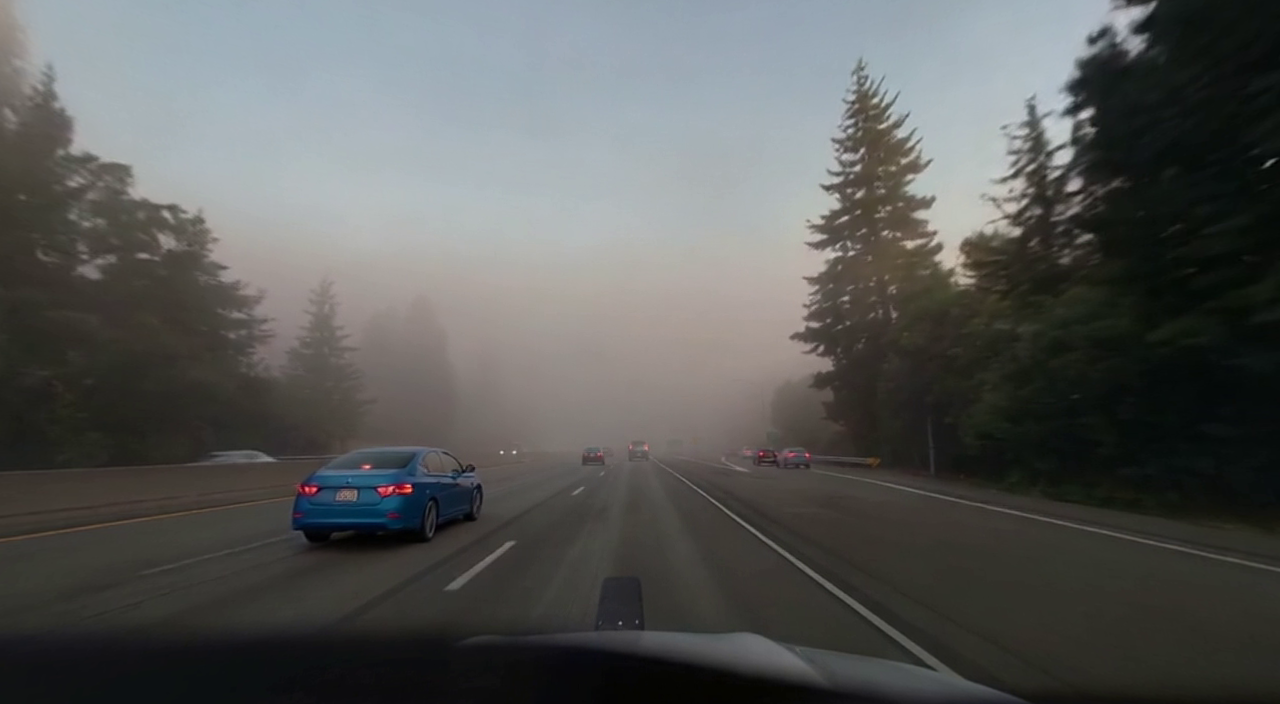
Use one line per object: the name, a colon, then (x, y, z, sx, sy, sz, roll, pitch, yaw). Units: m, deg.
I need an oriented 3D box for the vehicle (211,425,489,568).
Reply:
vehicle: (-3.691, 1.908, 9.072, 2.020, 1.554, 4.137, 0, -9, 0)

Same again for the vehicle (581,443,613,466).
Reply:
vehicle: (-3.287, 7.903, 49.031, 2.206, 1.683, 4.300, 0, -9, 0)

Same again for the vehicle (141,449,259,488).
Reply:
vehicle: (-17.644, 4.652, 25.587, 1.875, 1.426, 3.961, 0, -9, 0)

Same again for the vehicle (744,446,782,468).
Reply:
vehicle: (8.859, 7.585, 45.906, 1.940, 1.496, 4.992, -1, -9, 3)
